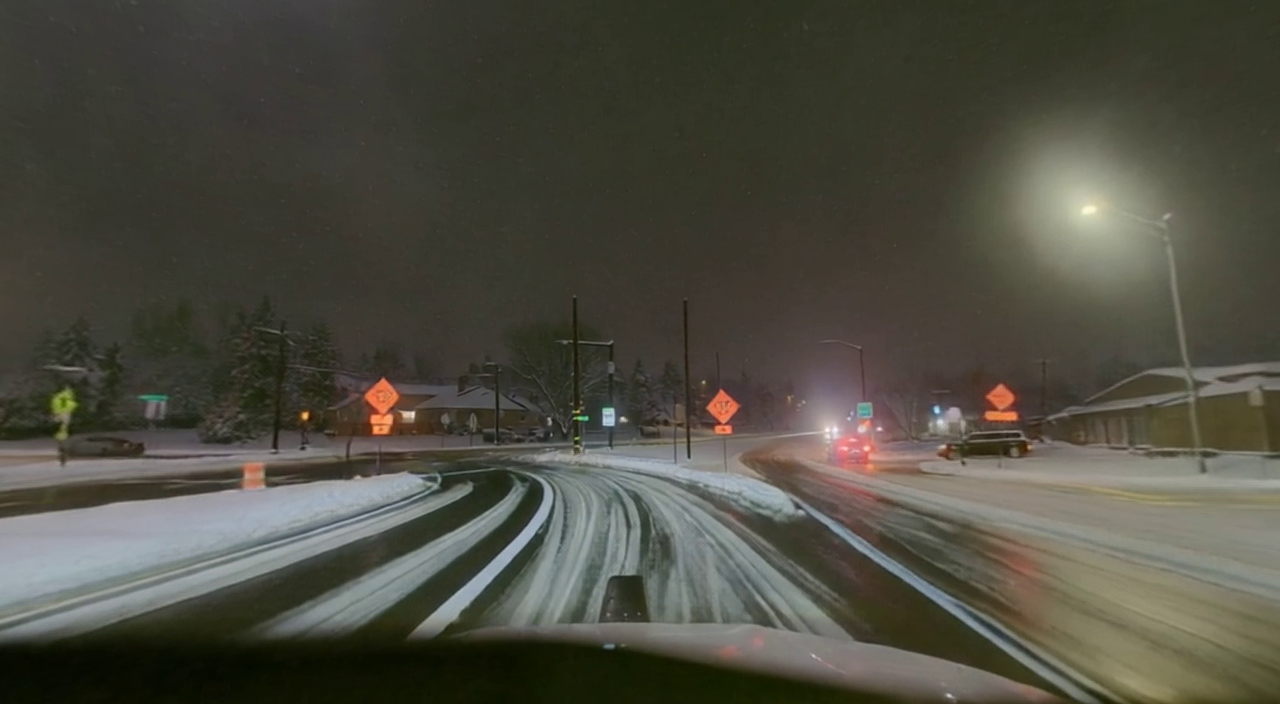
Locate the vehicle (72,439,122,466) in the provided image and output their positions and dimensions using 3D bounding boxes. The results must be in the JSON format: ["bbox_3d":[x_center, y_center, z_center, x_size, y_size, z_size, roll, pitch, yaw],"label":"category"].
[{"bbox_3d":[-37.493,6.889,43.448,2.159,1.734,4.292,8,-12,-44],"label":"vehicle"}]

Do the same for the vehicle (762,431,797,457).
[{"bbox_3d":[10.219,6.797,46.532,2.150,1.779,4.423,-1,-9,8],"label":"vehicle"}]

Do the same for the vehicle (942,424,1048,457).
[{"bbox_3d":[19.536,4.910,34.872,4.615,1.738,1.990,-1,-9,6],"label":"vehicle"}]
